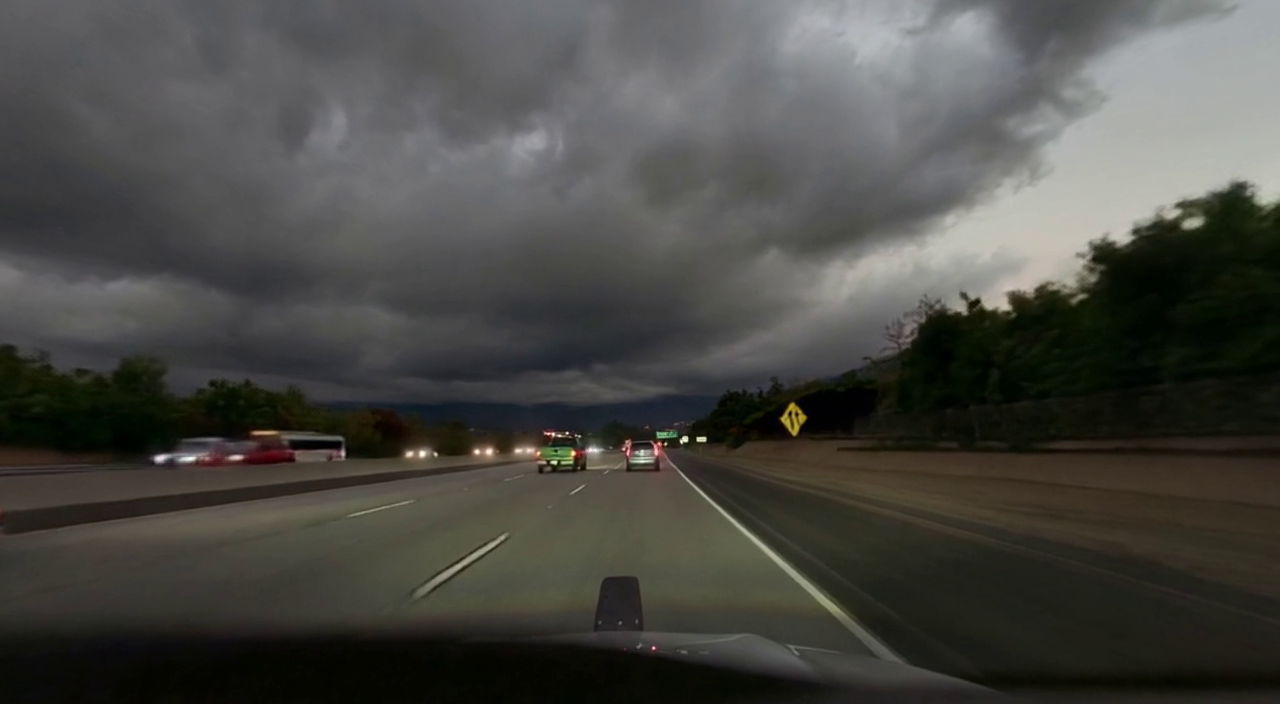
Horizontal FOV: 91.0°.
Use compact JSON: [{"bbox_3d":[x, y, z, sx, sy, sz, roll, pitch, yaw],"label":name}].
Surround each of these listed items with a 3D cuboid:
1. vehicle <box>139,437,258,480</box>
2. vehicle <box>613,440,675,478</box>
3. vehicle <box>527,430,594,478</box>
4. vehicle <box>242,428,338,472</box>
[{"bbox_3d":[-20.601,4.980,29.714,2.045,1.818,4.751,0,-9,1],"label":"vehicle"},{"bbox_3d":[0.243,5.095,30.373,2.715,1.669,5.163,0,-9,2],"label":"vehicle"},{"bbox_3d":[-3.442,4.568,28.306,2.250,1.947,4.860,0,-9,2],"label":"vehicle"},{"bbox_3d":[-24.349,6.856,44.221,2.554,2.802,6.956,-1,-9,1],"label":"vehicle"}]
